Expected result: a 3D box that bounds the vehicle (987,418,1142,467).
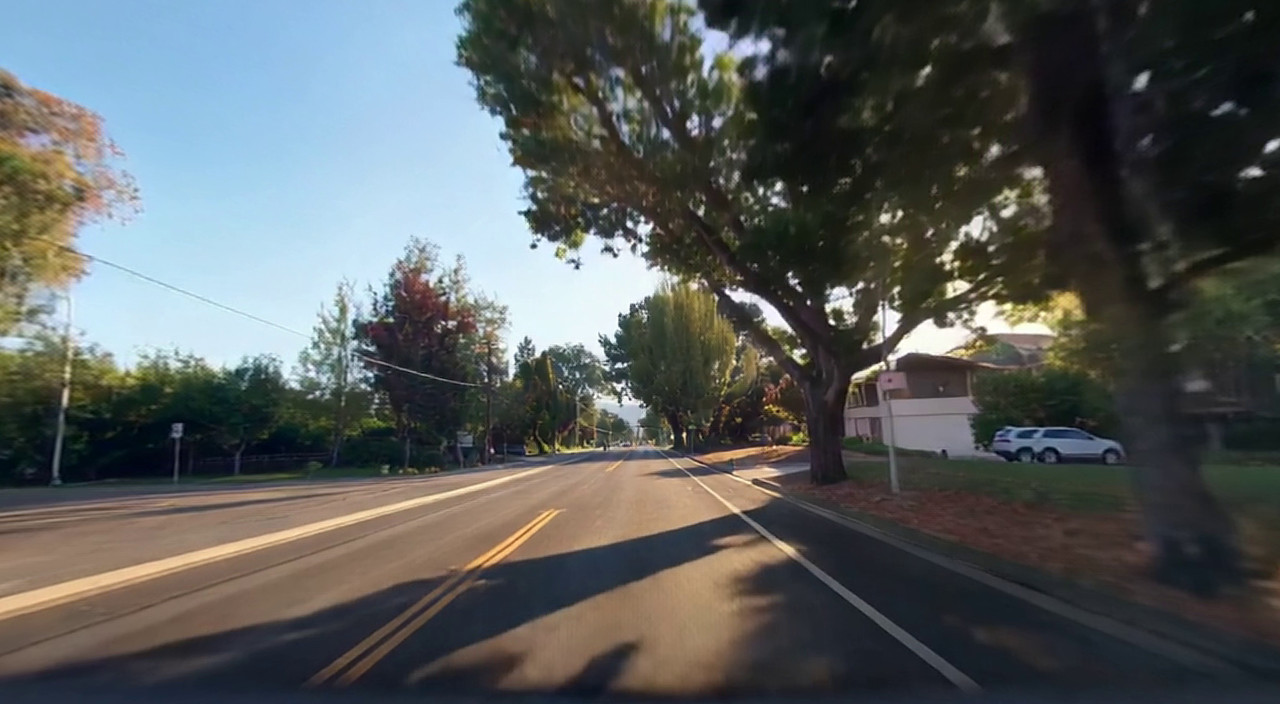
[{"bbox_3d":[18.273,3.918,27.387,4.978,1.991,2.234,-1,-8,3],"label":"vehicle"}]
